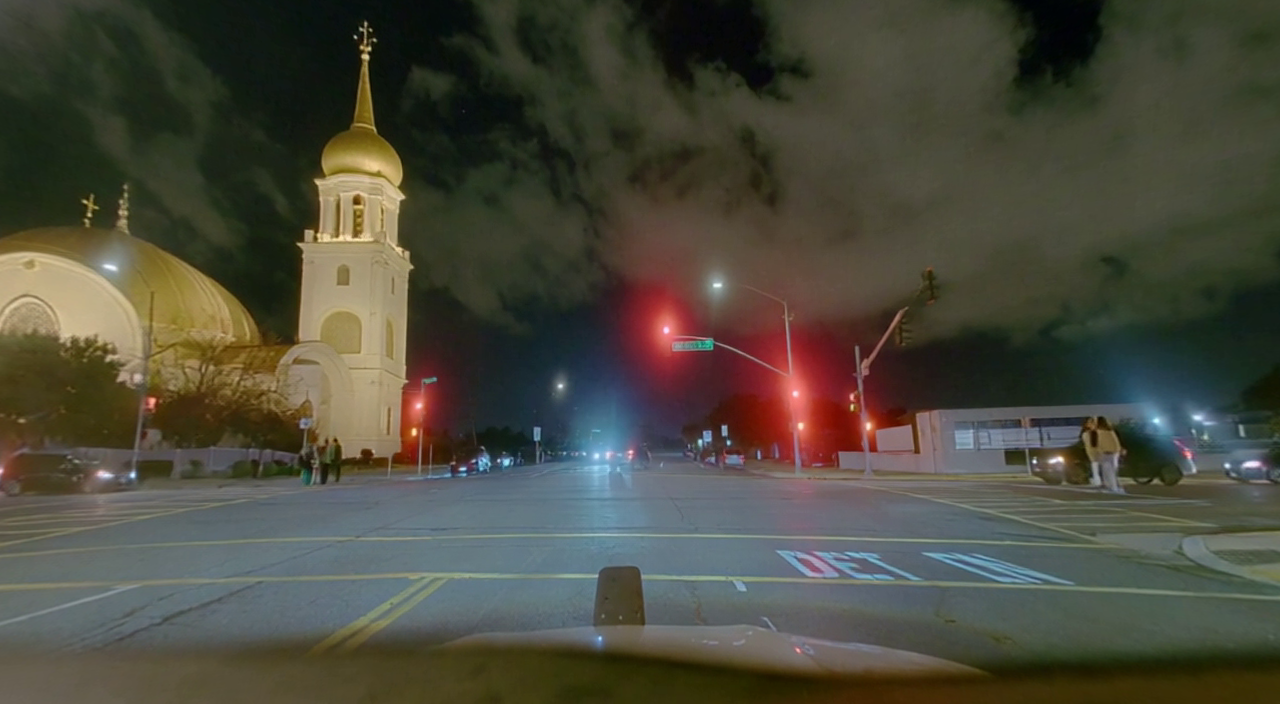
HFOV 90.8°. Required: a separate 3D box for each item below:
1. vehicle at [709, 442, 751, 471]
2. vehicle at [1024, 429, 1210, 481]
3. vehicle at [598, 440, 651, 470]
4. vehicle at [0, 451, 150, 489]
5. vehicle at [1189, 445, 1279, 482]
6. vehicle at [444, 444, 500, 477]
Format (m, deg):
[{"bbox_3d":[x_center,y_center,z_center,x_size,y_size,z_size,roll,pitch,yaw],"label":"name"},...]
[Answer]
[{"bbox_3d":[5.833,6.854,41.508,1.969,1.776,4.329,0,-8,-2],"label":"vehicle"},{"bbox_3d":[19.877,4.301,26.574,5.852,2.057,2.361,0,-8,0],"label":"vehicle"},{"bbox_3d":[-0.858,6.242,38.438,2.051,1.724,4.567,-2,-9,14],"label":"vehicle"},{"bbox_3d":[-23.355,4.871,26.221,4.479,1.476,1.873,0,-8,1],"label":"vehicle"},{"bbox_3d":[26.384,4.674,26.677,4.561,1.475,1.850,0,-8,0],"label":"vehicle"},{"bbox_3d":[-10.230,6.616,38.948,2.076,1.876,4.669,0,-8,1],"label":"vehicle"}]
